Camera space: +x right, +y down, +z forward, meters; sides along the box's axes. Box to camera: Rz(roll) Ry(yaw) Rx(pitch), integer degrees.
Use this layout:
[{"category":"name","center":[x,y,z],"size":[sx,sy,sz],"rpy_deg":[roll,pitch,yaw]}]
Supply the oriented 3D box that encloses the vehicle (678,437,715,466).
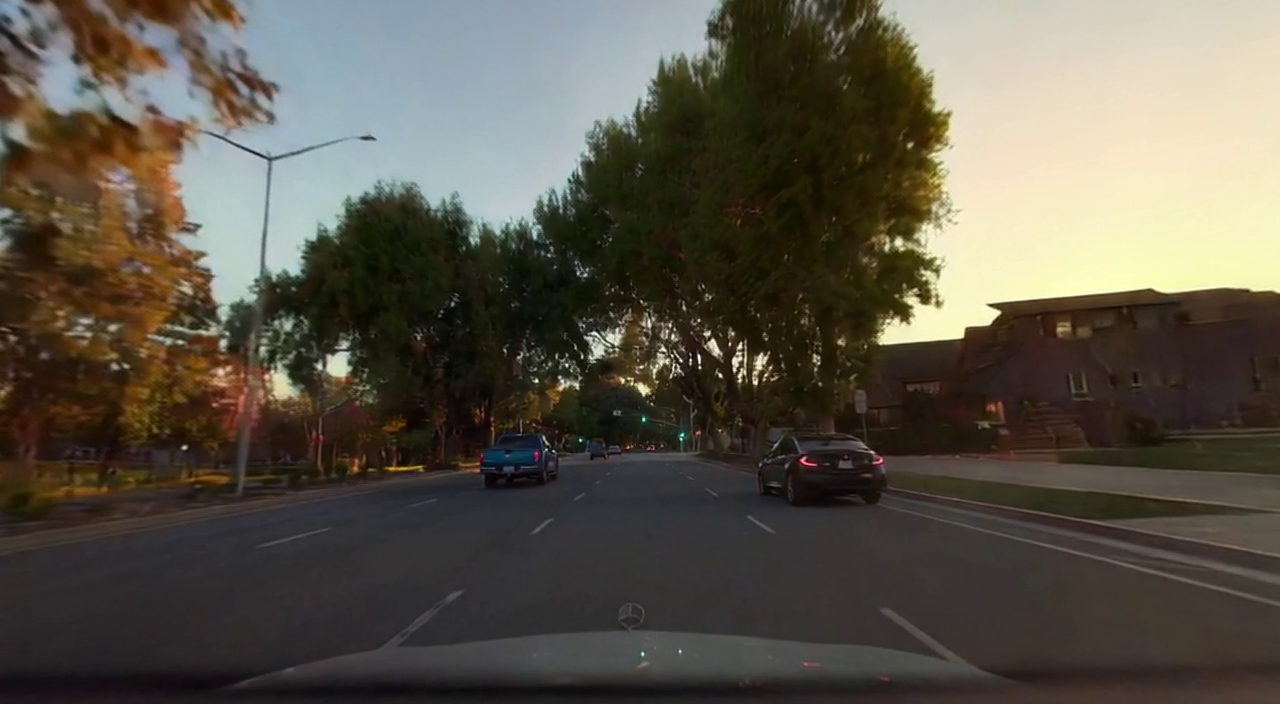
[{"category":"vehicle","center":[4.140,7.361,46.817],"size":[2.321,1.957,5.037],"rpy_deg":[0,-8,1]}]

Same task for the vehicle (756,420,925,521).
[{"category":"vehicle","center":[3.890,2.386,13.177],"size":[2.016,1.736,4.356],"rpy_deg":[0,-8,-1]}]

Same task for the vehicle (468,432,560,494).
[{"category":"vehicle","center":[-3.920,3.532,20.494],"size":[2.002,1.747,4.728],"rpy_deg":[0,-8,0]}]
